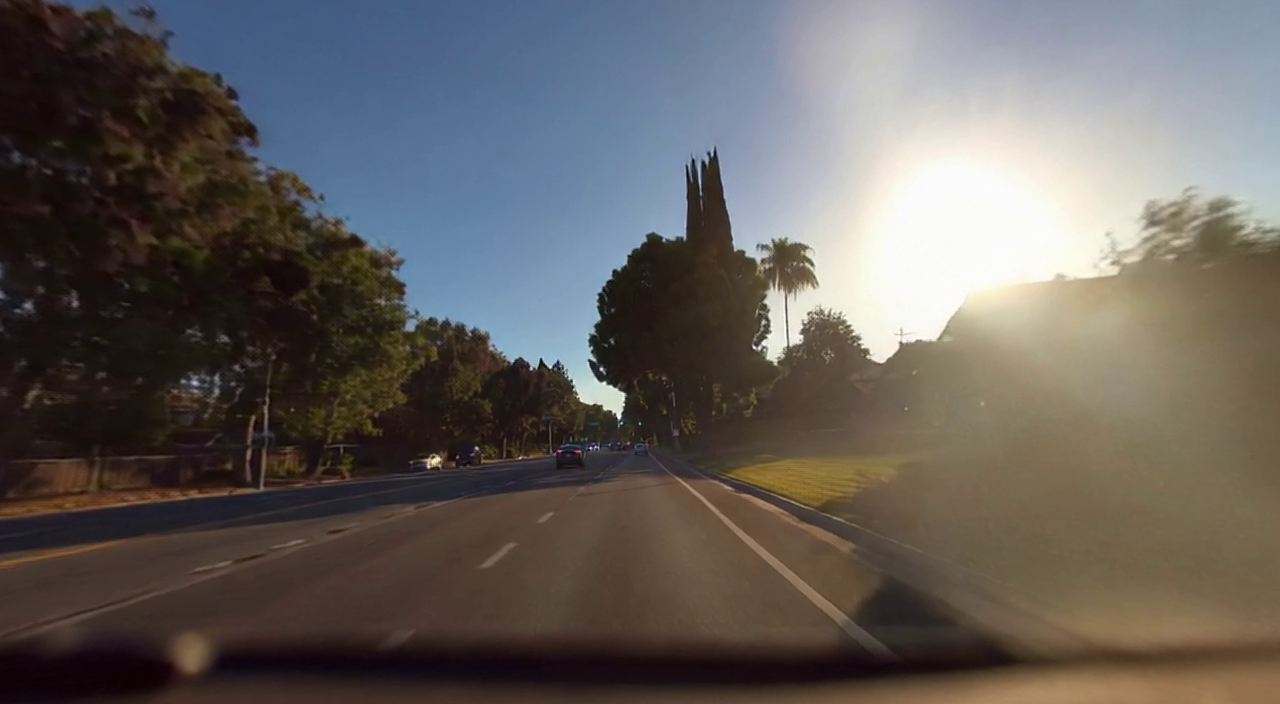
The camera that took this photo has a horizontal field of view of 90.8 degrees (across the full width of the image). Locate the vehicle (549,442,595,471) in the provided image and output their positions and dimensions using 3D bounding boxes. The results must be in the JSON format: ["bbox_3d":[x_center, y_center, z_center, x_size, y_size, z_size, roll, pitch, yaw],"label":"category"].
[{"bbox_3d":[-3.576,5.568,33.903,1.992,1.447,4.044,0,-8,0],"label":"vehicle"}]
